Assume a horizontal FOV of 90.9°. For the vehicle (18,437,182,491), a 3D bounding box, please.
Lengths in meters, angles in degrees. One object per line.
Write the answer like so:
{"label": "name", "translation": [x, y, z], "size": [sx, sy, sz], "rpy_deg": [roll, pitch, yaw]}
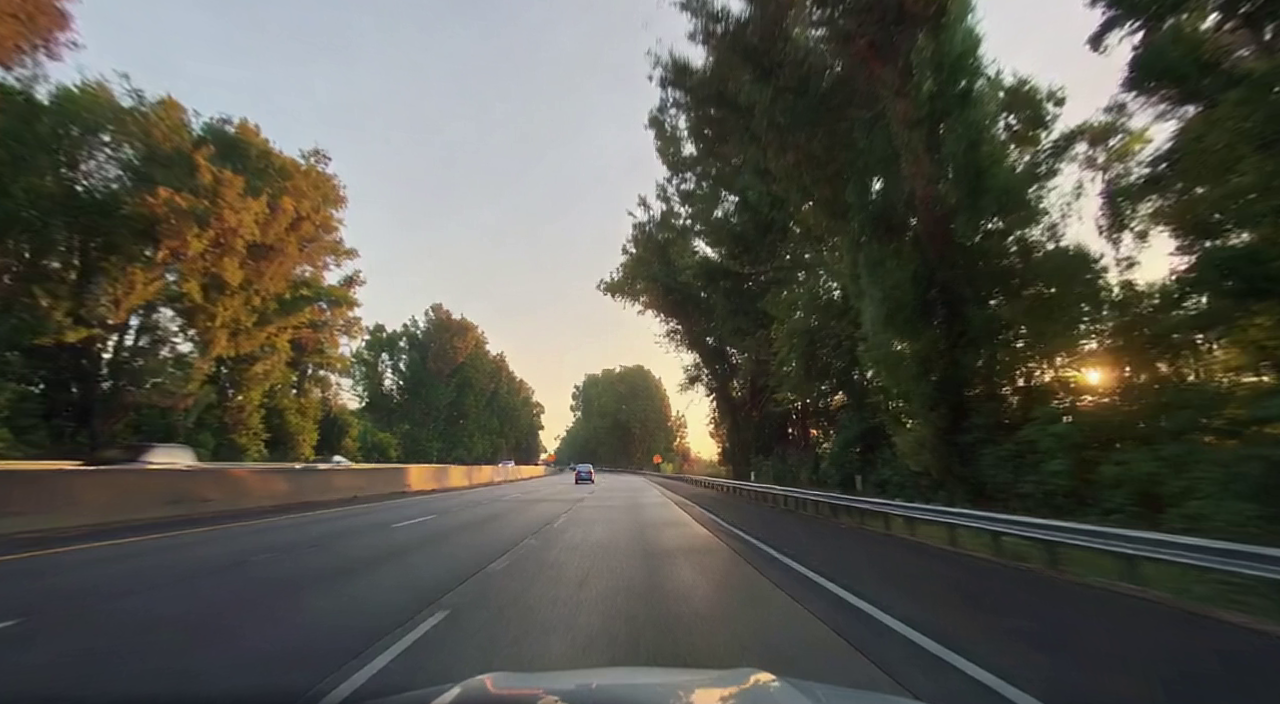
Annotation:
{"label": "vehicle", "translation": [-16.464, 3.481, 19.489], "size": [1.763, 1.473, 3.681], "rpy_deg": [1, -11, -1]}

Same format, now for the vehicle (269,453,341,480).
{"label": "vehicle", "translation": [-20.060, 6.889, 37.934], "size": [1.866, 1.508, 4.531], "rpy_deg": [1, -11, -1]}
